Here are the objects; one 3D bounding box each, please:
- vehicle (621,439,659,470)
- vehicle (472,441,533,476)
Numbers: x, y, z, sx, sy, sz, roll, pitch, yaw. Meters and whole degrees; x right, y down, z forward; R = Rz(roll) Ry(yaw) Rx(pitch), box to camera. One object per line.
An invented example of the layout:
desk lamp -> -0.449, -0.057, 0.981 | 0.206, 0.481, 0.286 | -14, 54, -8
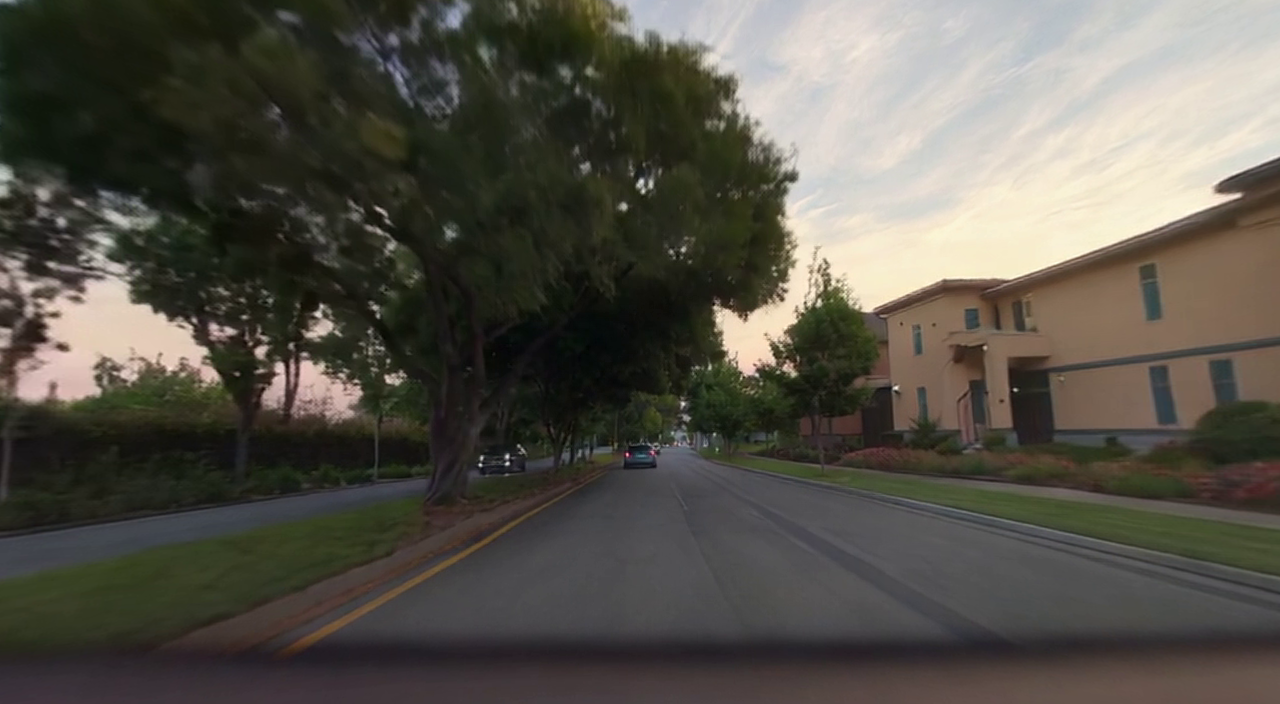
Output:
vehicle -> 0.050, 5.984, 37.077 | 2.129, 1.713, 4.314 | 0, -8, 2
vehicle -> -7.244, 5.640, 33.740 | 2.055, 1.757, 4.584 | 0, -8, 2
